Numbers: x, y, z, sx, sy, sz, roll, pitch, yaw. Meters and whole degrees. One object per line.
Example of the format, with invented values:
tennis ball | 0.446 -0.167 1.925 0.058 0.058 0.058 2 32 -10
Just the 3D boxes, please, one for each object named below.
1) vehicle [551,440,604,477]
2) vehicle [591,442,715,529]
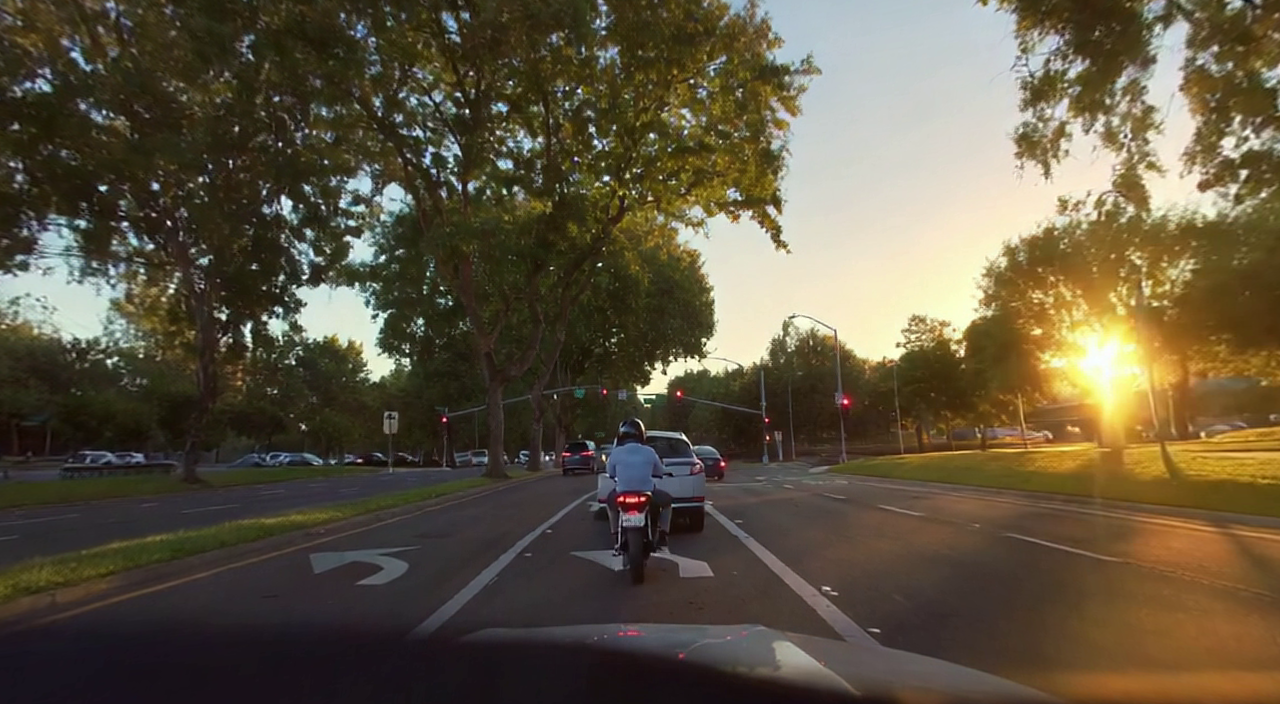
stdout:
vehicle | -2.979 5.221 31.207 2.056 1.647 5.045 -1 -8 1
vehicle | 0.208 2.584 12.929 2.093 1.450 4.437 0 -8 0
